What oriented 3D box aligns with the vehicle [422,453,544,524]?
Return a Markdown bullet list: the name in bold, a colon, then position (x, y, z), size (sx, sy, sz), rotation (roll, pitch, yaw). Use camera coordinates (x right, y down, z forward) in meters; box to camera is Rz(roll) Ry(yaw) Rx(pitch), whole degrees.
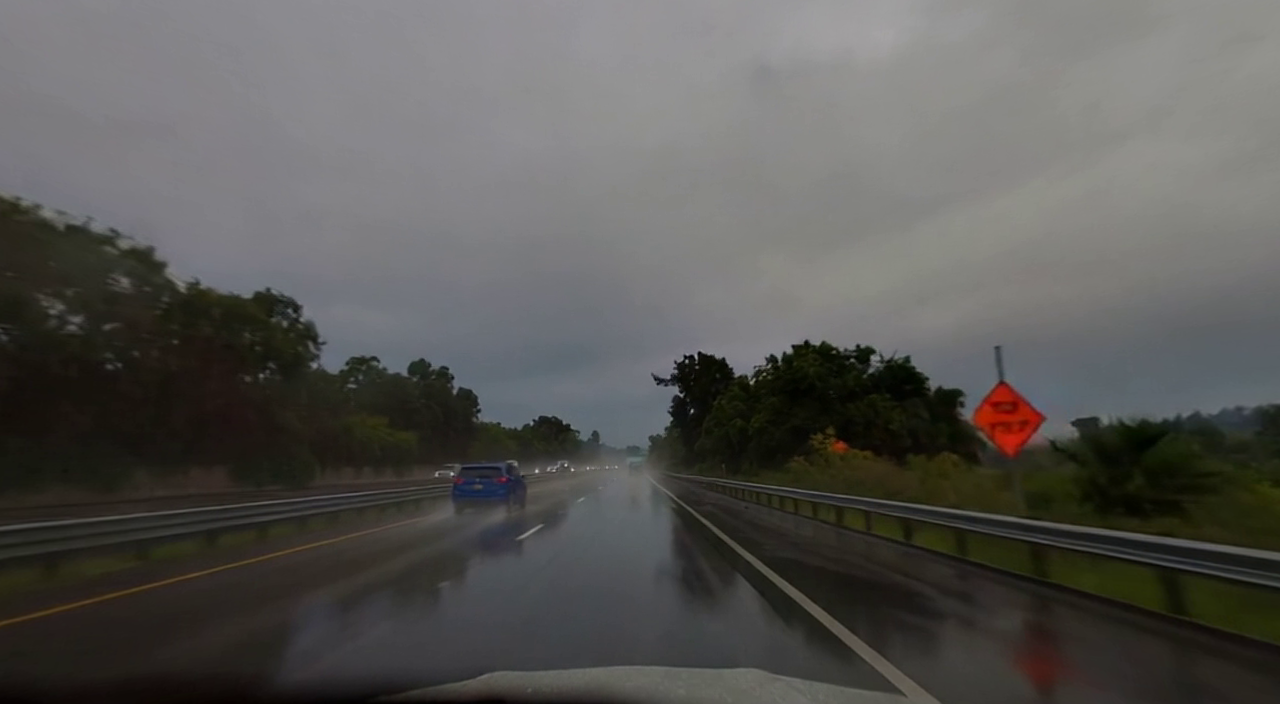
- **vehicle**: position (-3.788, 3.399, 16.047), size (2.017, 1.516, 4.041), rotation (1, -11, 0)
